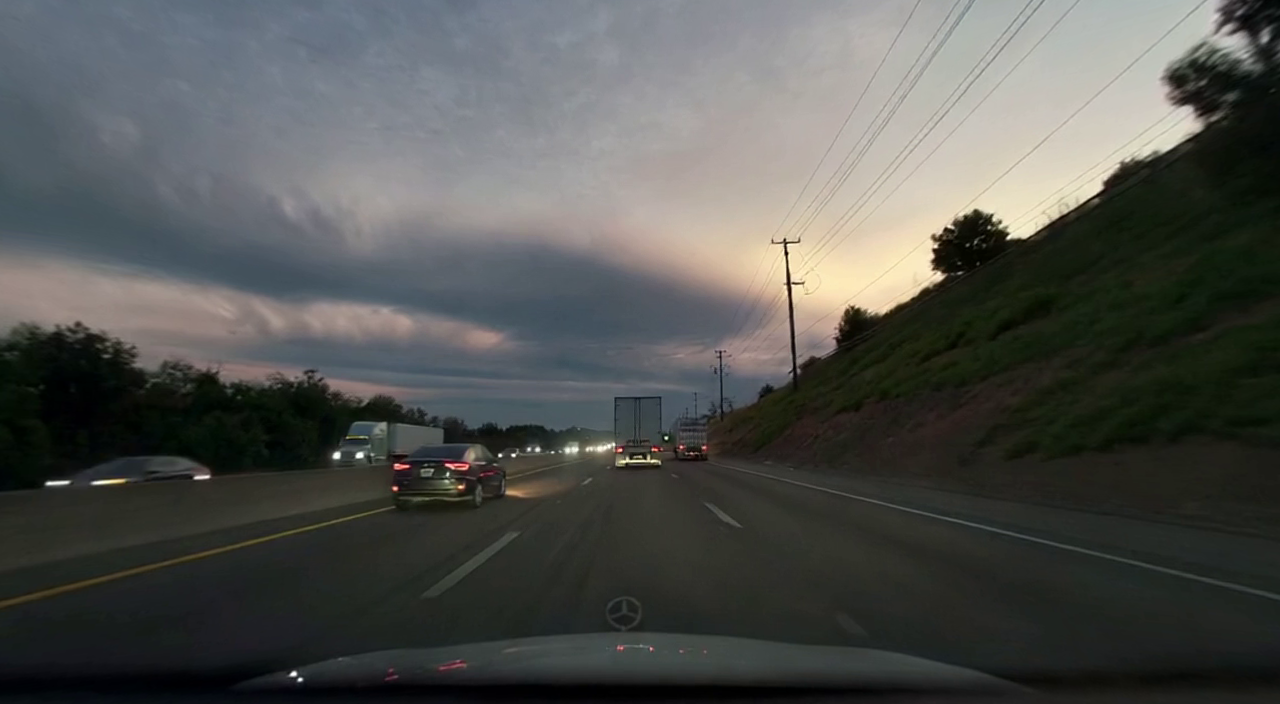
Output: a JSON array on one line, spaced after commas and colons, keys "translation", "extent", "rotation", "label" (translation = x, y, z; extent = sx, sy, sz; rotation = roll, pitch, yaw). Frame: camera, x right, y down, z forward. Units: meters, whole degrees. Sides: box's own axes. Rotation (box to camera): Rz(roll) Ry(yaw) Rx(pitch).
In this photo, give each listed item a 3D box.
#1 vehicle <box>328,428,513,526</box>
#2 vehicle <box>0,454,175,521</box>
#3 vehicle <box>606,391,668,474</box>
[{"translation": [-4.220, 2.487, 13.129], "extent": [2.170, 1.657, 4.573], "rotation": [0, -9, 0], "label": "vehicle"}, {"translation": [-15.387, 3.568, 17.206], "extent": [1.920, 1.529, 4.504], "rotation": [0, -9, 0], "label": "vehicle"}, {"translation": [-0.143, 4.778, 36.420], "extent": [2.985, 4.025, 10.982], "rotation": [0, -9, 0], "label": "vehicle"}]
